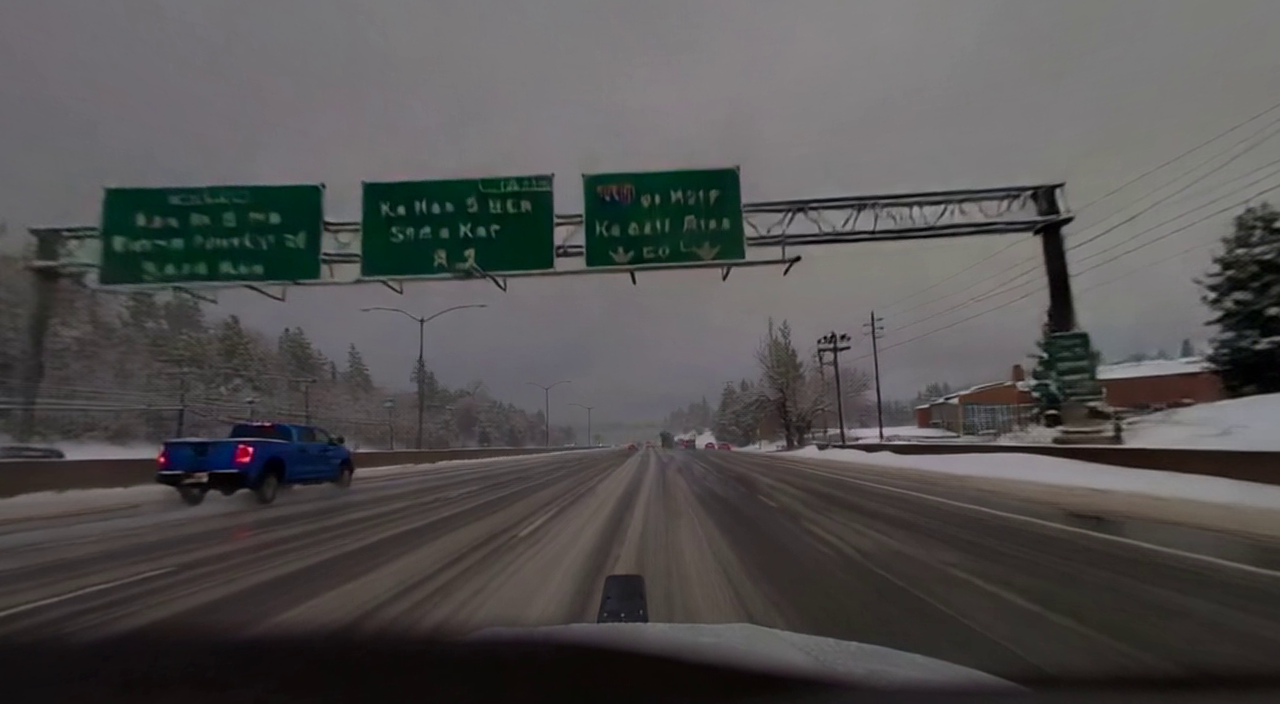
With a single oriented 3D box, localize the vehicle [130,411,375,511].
[{"bbox_3d":[-9.968,2.889,17.134,2.667,2.213,6.081,0,-8,1],"label":"vehicle"}]
